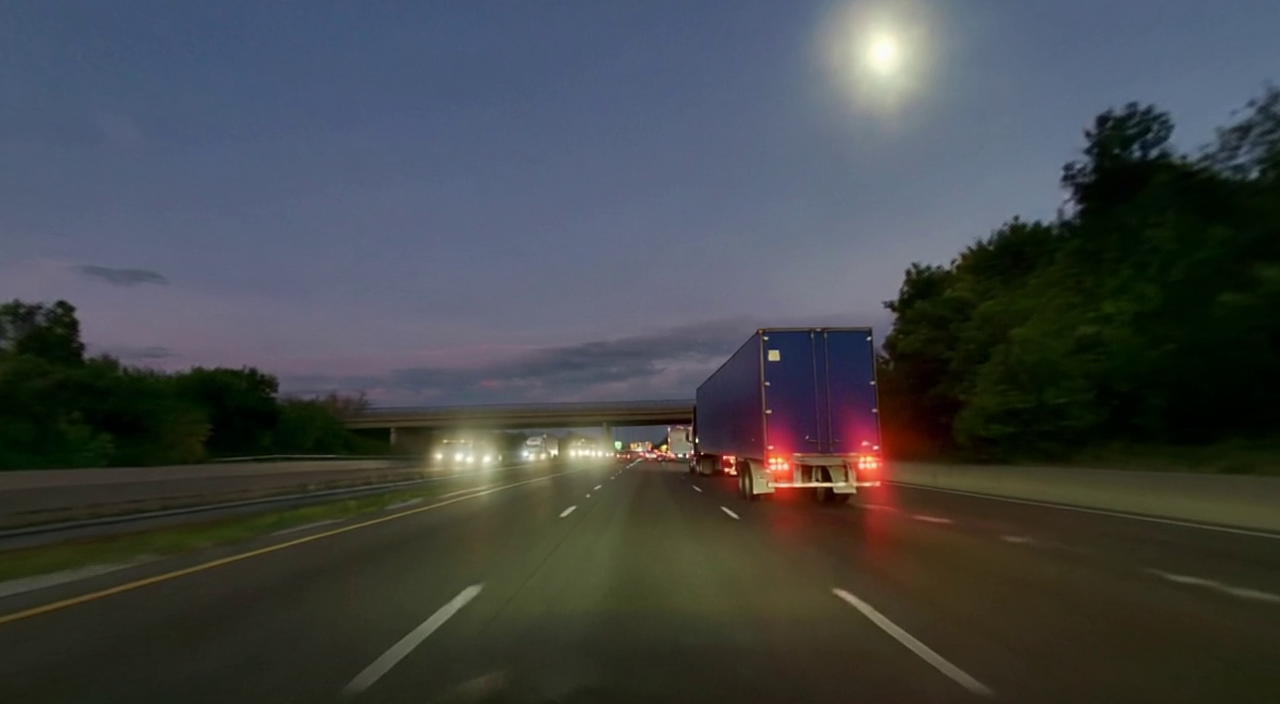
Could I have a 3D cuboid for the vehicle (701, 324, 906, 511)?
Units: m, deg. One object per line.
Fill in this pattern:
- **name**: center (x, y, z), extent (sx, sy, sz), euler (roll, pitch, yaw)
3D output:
- **vehicle**: center (4.195, 2.469, 20.741), extent (2.825, 4.054, 14.210), euler (0, -9, 0)
